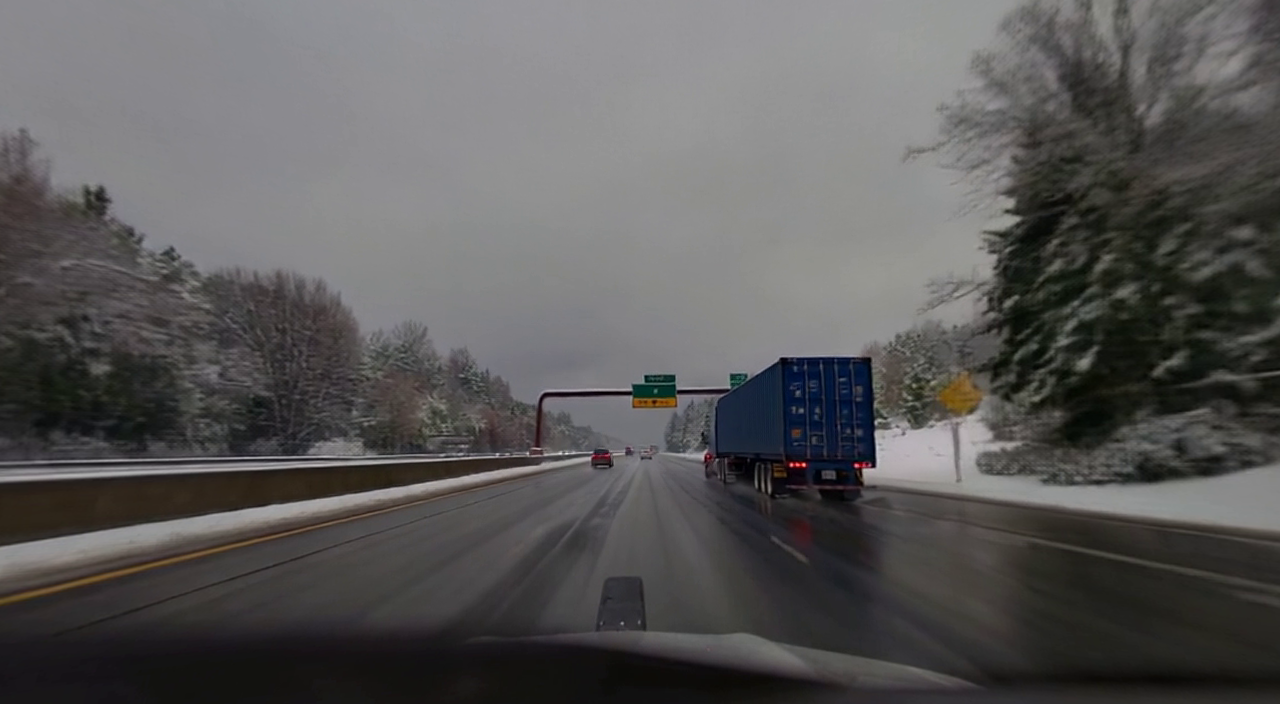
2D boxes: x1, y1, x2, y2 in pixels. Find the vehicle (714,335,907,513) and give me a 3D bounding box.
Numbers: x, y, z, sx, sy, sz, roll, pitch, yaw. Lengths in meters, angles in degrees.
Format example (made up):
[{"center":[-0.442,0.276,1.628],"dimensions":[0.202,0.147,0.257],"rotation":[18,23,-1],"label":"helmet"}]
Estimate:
[{"center":[4.595,2.612,20.799],"dimensions":[2.821,4.046,12.876],"rotation":[0,-9,0],"label":"vehicle"}]
